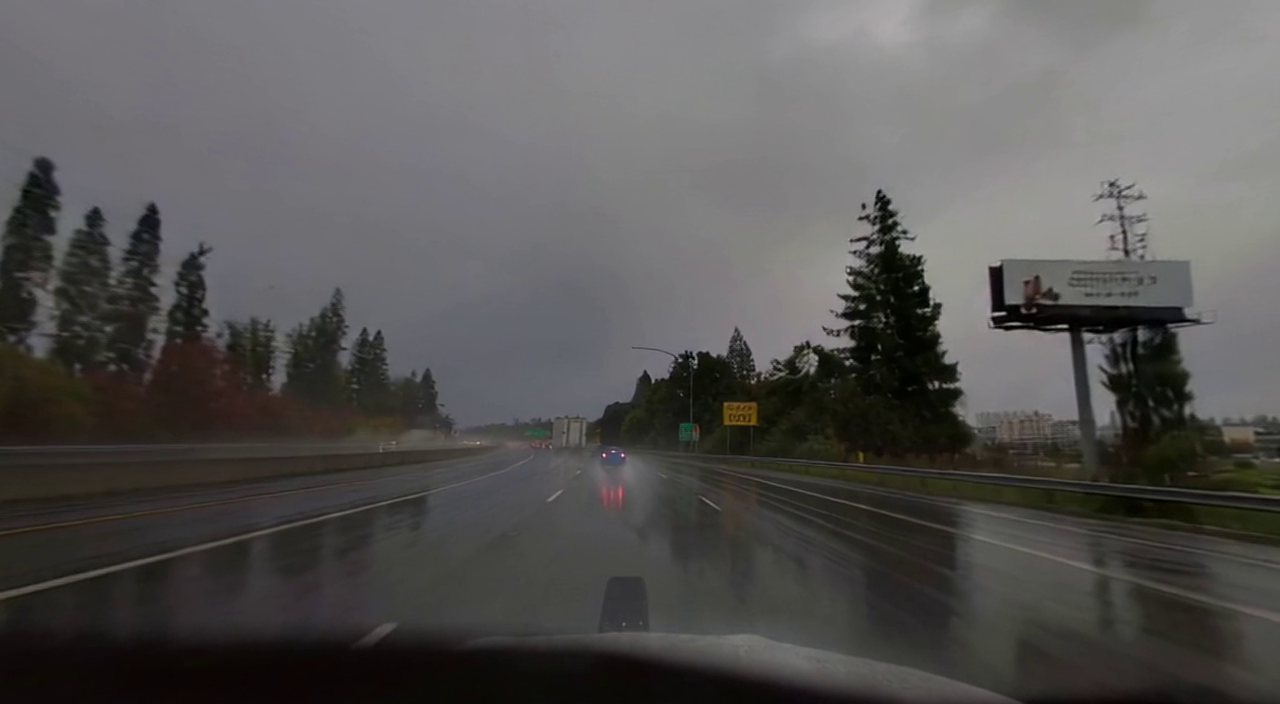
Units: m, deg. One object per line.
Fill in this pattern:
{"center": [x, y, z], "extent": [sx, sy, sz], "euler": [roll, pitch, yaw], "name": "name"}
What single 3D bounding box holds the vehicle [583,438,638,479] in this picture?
{"center": [-1.225, 4.270, 25.581], "extent": [2.042, 1.528, 4.300], "euler": [1, -8, -4], "name": "vehicle"}
